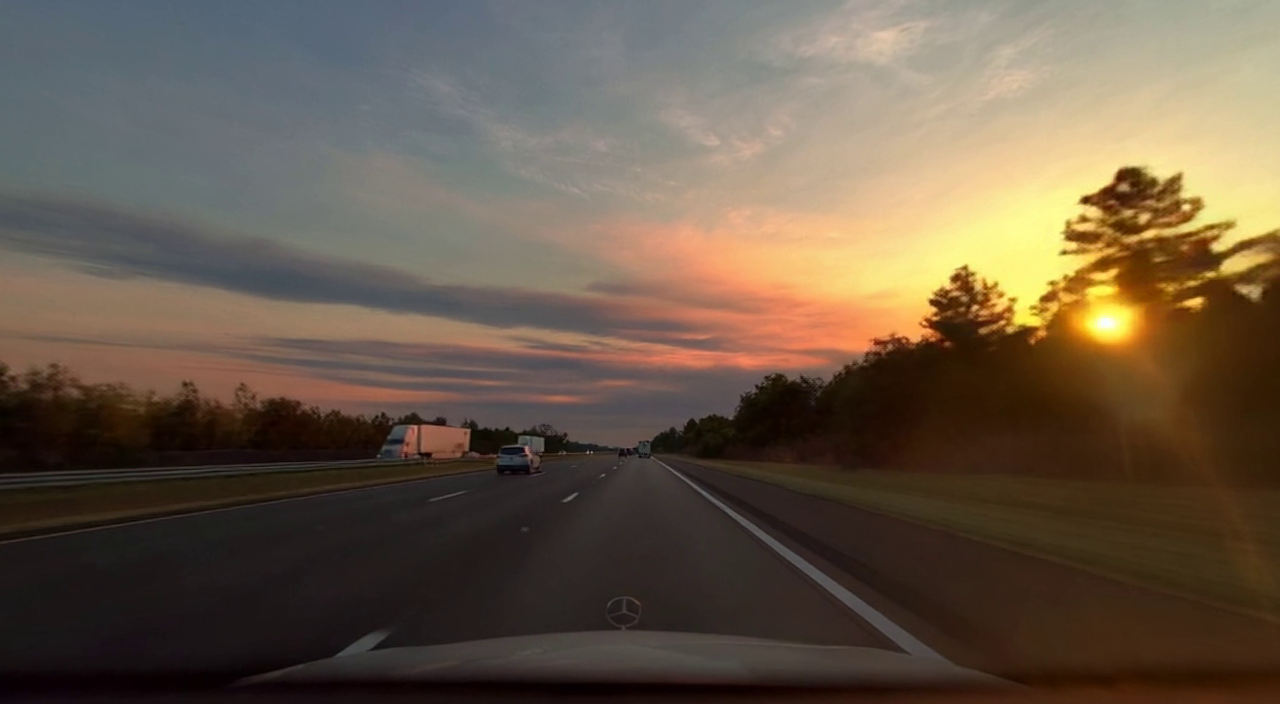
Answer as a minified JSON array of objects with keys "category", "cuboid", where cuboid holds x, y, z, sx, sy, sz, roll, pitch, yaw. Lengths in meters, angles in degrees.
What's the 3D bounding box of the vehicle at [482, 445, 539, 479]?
[{"category":"vehicle","cuboid":[-6.851,5.832,33.763,2.115,1.664,4.259,0,-9,0]}]
